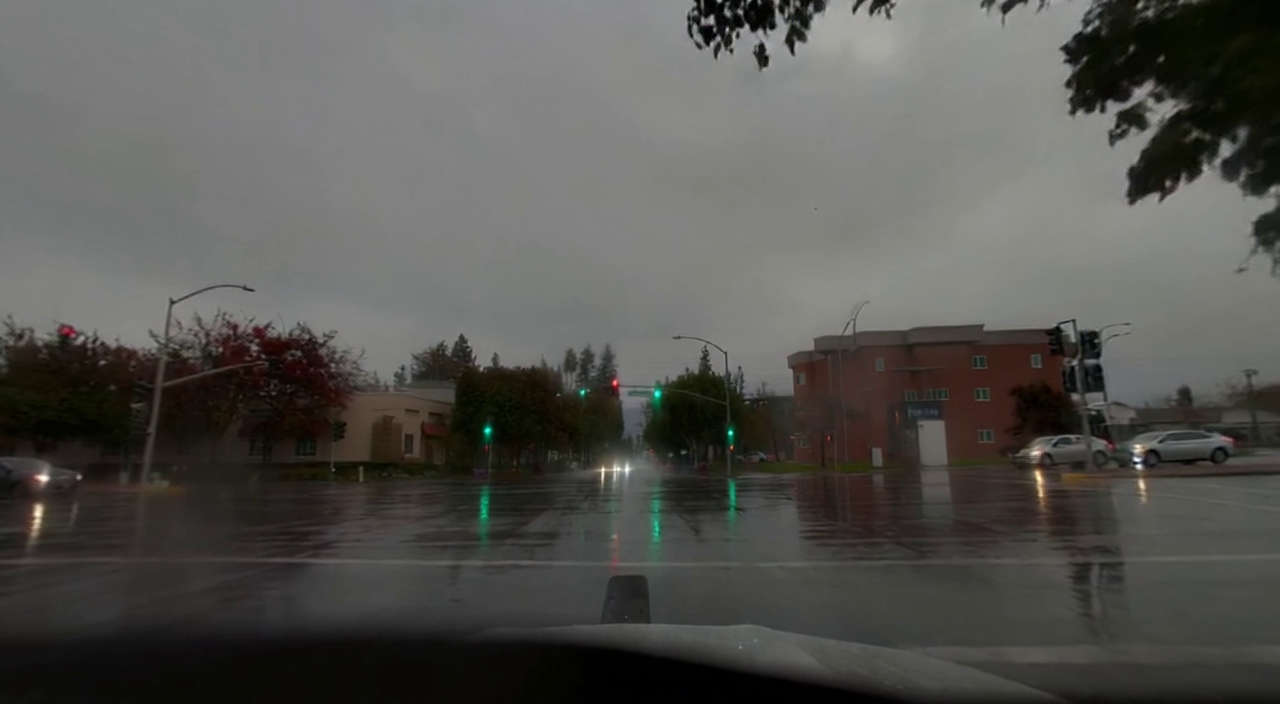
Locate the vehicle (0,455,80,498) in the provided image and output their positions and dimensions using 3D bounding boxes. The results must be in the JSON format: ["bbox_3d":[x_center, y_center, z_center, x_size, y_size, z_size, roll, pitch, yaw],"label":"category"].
[{"bbox_3d":[-25.237,4.876,24.958,4.332,1.573,1.900,0,-9,3],"label":"vehicle"}]

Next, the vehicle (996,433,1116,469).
[{"bbox_3d":[20.433,4.880,31.129,4.483,1.691,1.949,0,-9,1],"label":"vehicle"}]

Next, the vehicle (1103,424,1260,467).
[{"bbox_3d":[21.109,3.659,24.732,4.288,1.600,1.927,0,-9,1],"label":"vehicle"}]
